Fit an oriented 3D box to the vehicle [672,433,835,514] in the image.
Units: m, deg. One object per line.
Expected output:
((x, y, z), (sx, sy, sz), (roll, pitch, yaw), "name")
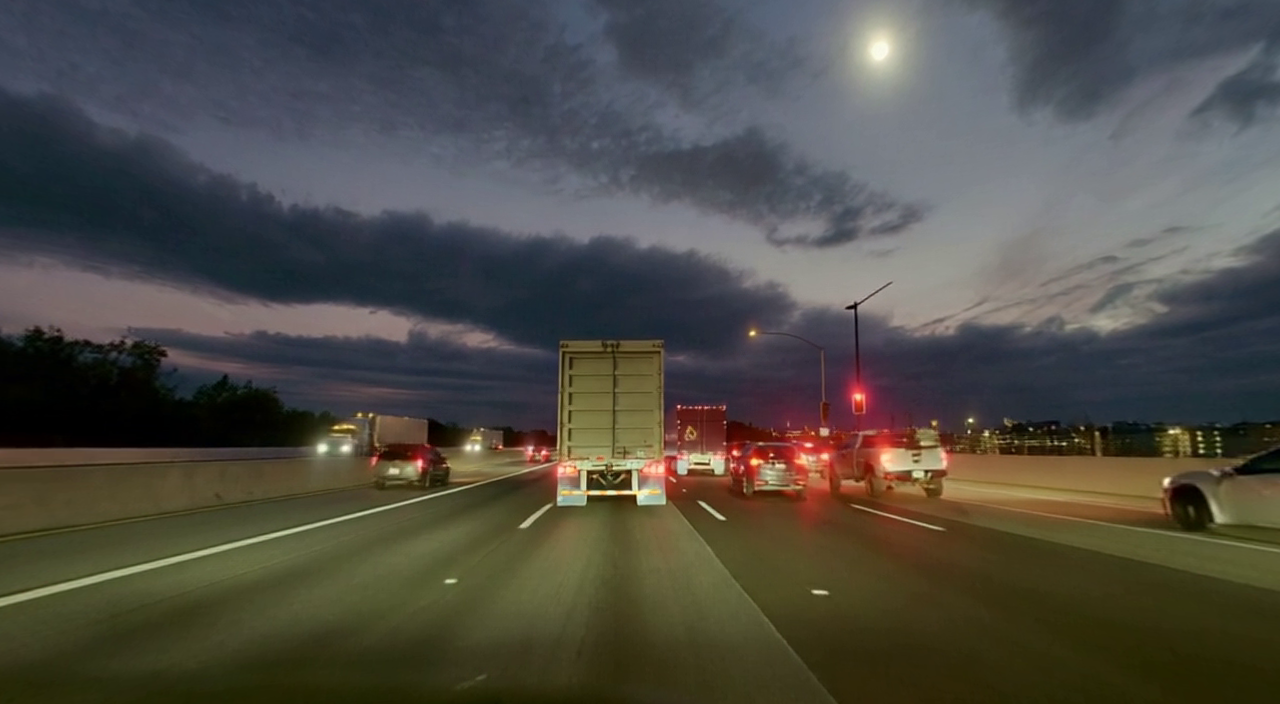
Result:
((3.113, 4.068, 22.684), (2.869, 1.940, 14.755), (0, -9, -1), "vehicle")

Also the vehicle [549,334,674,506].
((-0.697, 2.377, 20.243), (2.906, 4.040, 10.743), (0, -9, 0), "vehicle")

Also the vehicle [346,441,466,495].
((-7.180, 3.596, 20.003), (1.973, 1.471, 4.779), (0, -9, 0), "vehicle")

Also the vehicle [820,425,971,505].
((6.792, 3.060, 17.456), (2.070, 1.888, 4.546), (0, -9, -2), "vehicle")

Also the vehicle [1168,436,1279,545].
((9.762, 1.765, 7.828), (2.002, 1.472, 4.950), (0, -9, -3), "vehicle")
